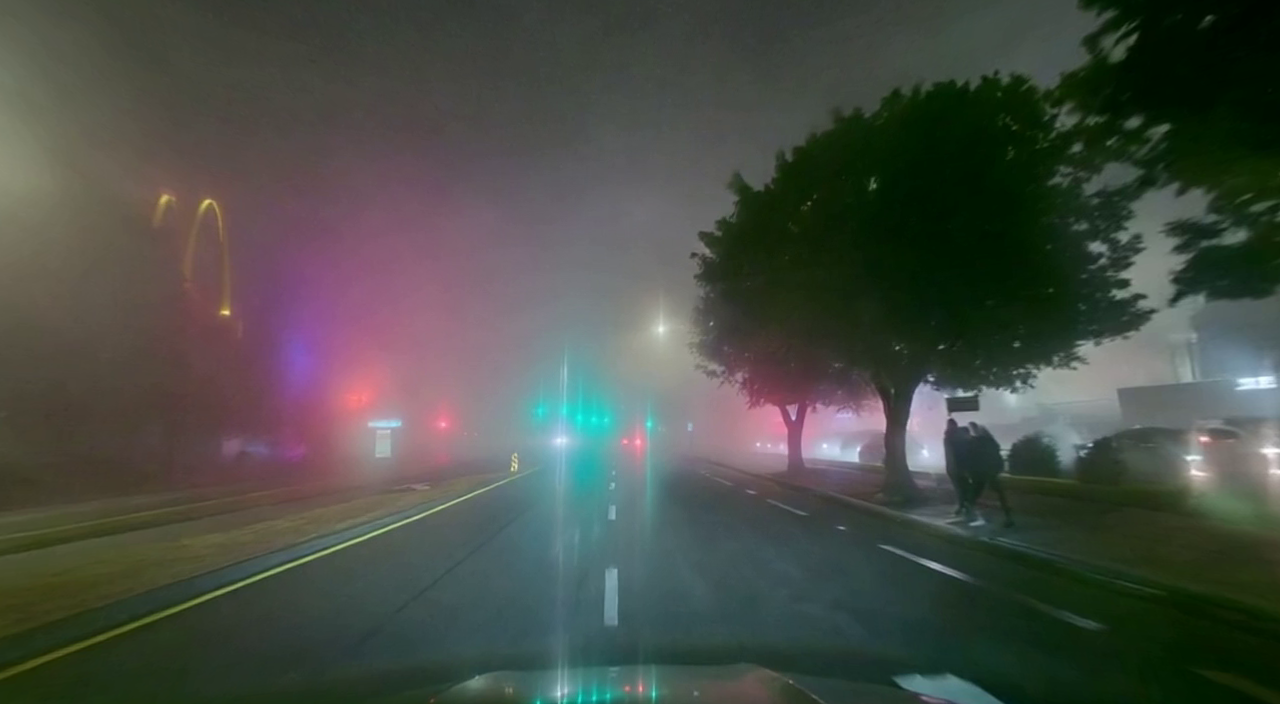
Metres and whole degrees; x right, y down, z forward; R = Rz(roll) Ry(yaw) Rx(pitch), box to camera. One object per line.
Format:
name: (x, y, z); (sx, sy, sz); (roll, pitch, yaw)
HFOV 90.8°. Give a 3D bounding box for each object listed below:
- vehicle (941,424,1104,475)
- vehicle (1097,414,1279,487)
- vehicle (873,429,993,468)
vehicle: (14.354, 3.669, 23.909); (4.722, 1.483, 2.119); (-4, -8, -3)
vehicle: (14.418, 2.411, 15.634); (4.644, 1.657, 2.072); (0, -8, -3)
vehicle: (13.604, 4.488, 29.513); (4.538, 1.433, 2.023); (-3, -7, -4)
